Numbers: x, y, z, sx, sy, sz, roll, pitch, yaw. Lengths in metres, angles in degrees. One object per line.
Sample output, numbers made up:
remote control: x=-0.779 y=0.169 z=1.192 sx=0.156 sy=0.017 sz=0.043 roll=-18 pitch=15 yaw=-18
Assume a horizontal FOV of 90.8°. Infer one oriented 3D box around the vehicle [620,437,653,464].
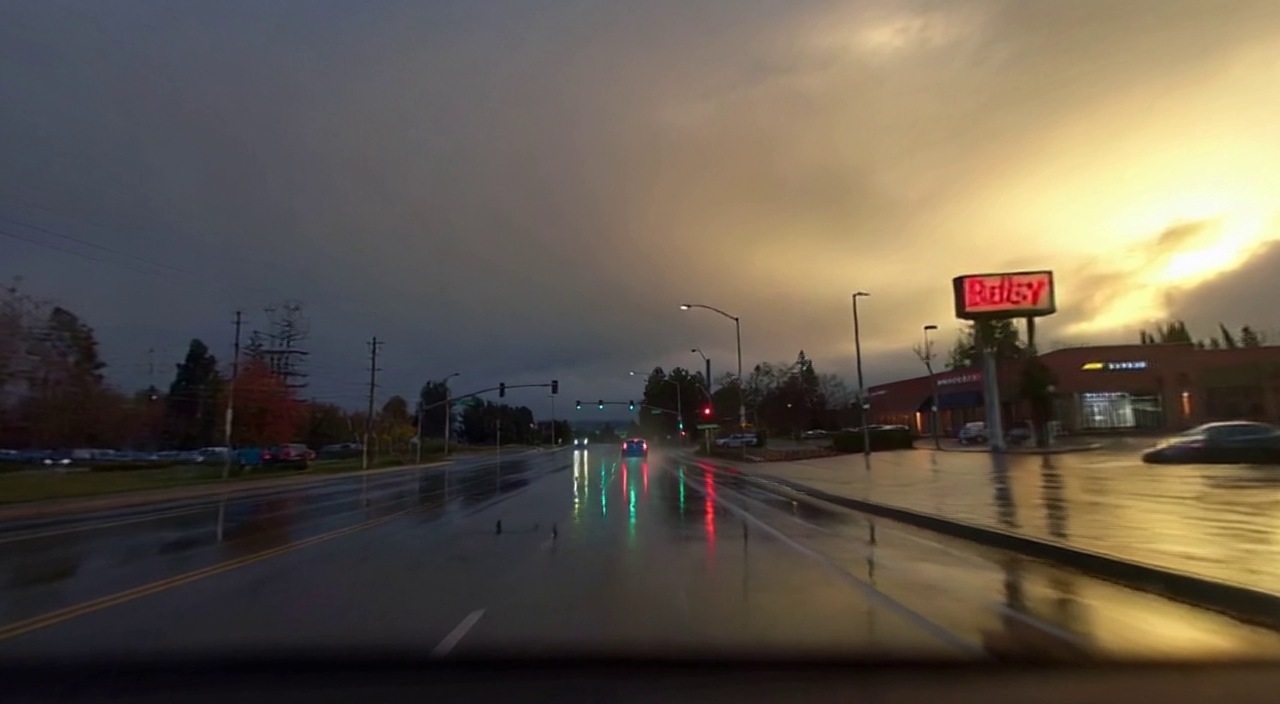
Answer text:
vehicle: x=-0.228 y=6.398 z=41.239 sx=2.024 sy=1.628 sz=4.774 roll=0 pitch=-8 yaw=0
